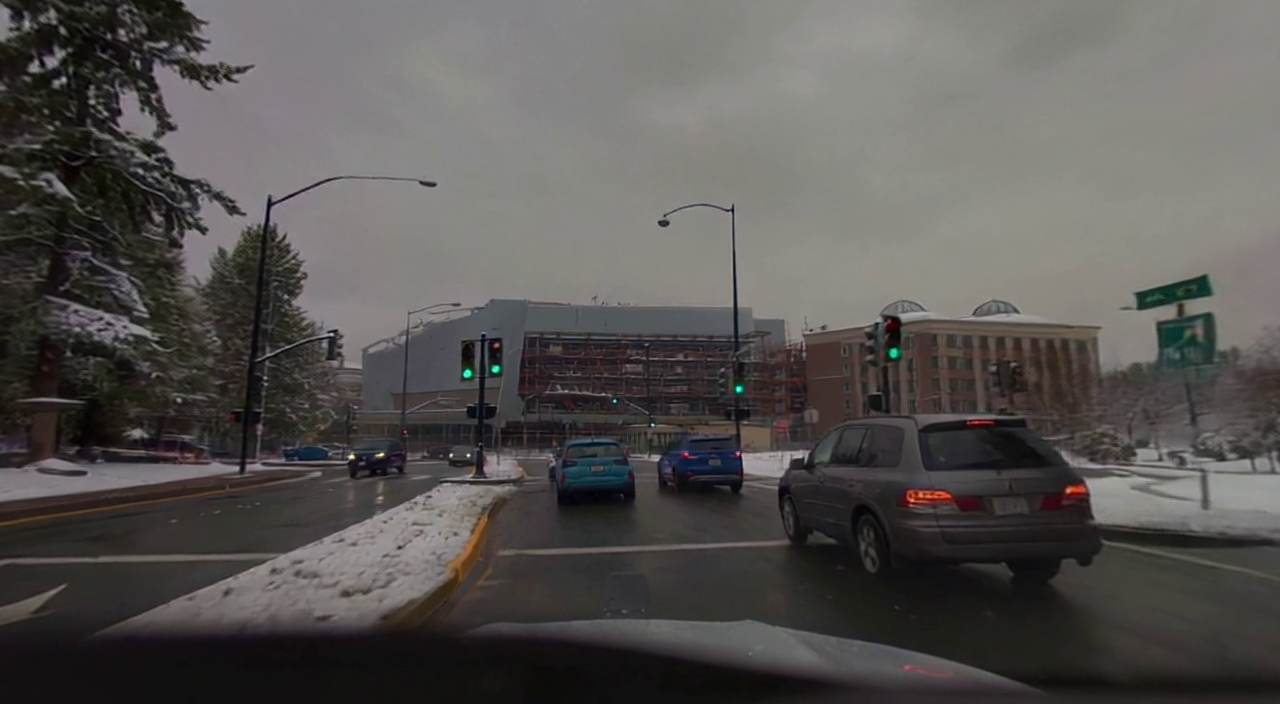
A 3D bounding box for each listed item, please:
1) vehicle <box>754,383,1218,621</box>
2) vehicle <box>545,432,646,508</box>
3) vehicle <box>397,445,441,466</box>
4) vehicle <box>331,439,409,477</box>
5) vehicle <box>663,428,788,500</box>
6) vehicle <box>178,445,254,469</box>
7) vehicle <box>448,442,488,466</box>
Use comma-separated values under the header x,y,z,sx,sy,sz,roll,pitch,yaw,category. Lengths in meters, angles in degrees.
x,y,z,sx,sy,sz,roll,pitch,yaw,category
3.104,1.487,7.296,2.320,1.772,4.872,0,-9,-4,vehicle
-1.254,2.891,15.895,2.132,1.632,3.889,1,-9,-10,vehicle
-16.322,7.633,46.707,2.013,1.466,4.430,0,-9,-6,vehicle
-13.035,5.114,30.750,2.303,1.692,4.571,1,-9,-8,vehicle
2.174,3.043,17.529,2.103,1.710,4.396,1,-9,-11,vehicle
-29.078,7.157,43.244,4.653,1.459,2.228,-4,-9,27,vehicle
-12.331,7.366,45.557,2.092,1.629,4.133,0,-9,-6,vehicle
